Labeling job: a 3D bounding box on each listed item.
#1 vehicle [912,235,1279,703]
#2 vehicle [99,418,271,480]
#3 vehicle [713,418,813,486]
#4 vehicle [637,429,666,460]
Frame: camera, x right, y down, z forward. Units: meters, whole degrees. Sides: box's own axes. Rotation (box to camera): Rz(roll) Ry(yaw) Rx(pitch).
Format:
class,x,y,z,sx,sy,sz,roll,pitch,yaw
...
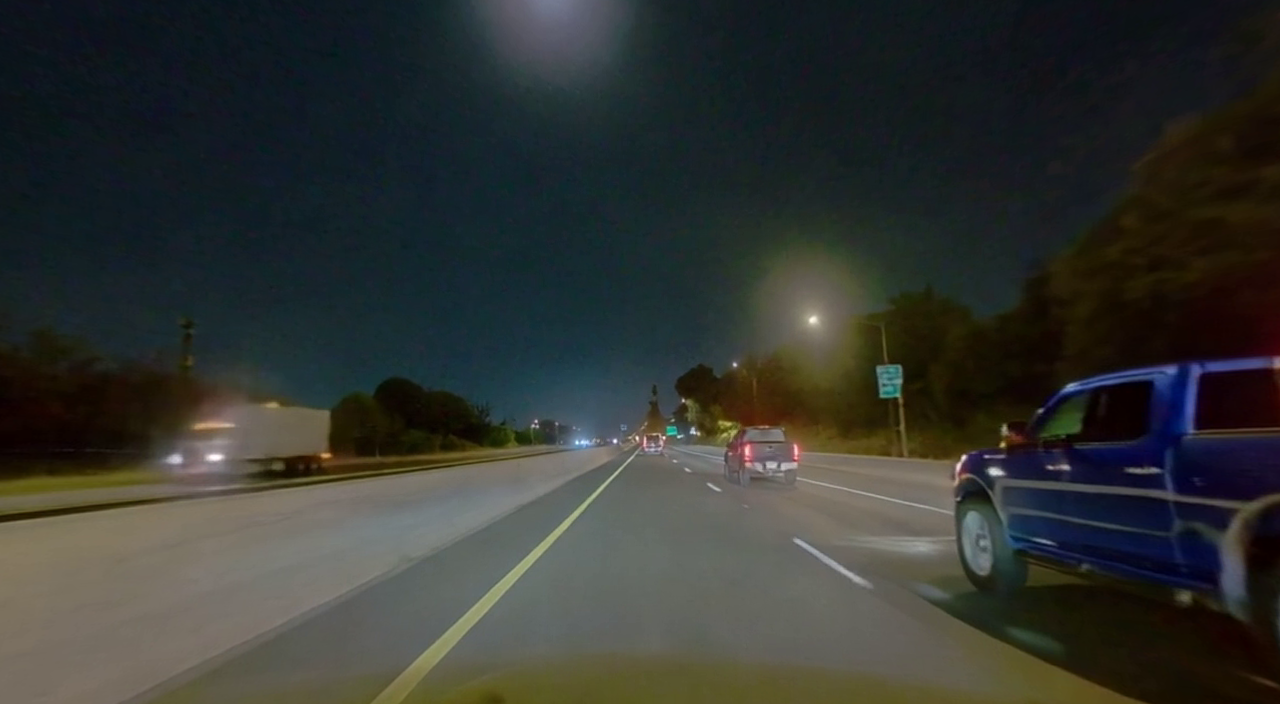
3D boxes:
class,x,y,z,sx,sy,sz,roll,pitch,yaw
vehicle,3.511,0.694,3.040,2.145,2.069,5.057,0,-8,1
vehicle,-18.038,3.883,25.536,2.411,2.161,5.702,-2,-8,5
vehicle,4.302,3.633,23.202,2.594,2.155,5.670,0,-8,1
vehicle,0.884,7.176,48.772,2.099,2.260,4.899,0,-8,1
